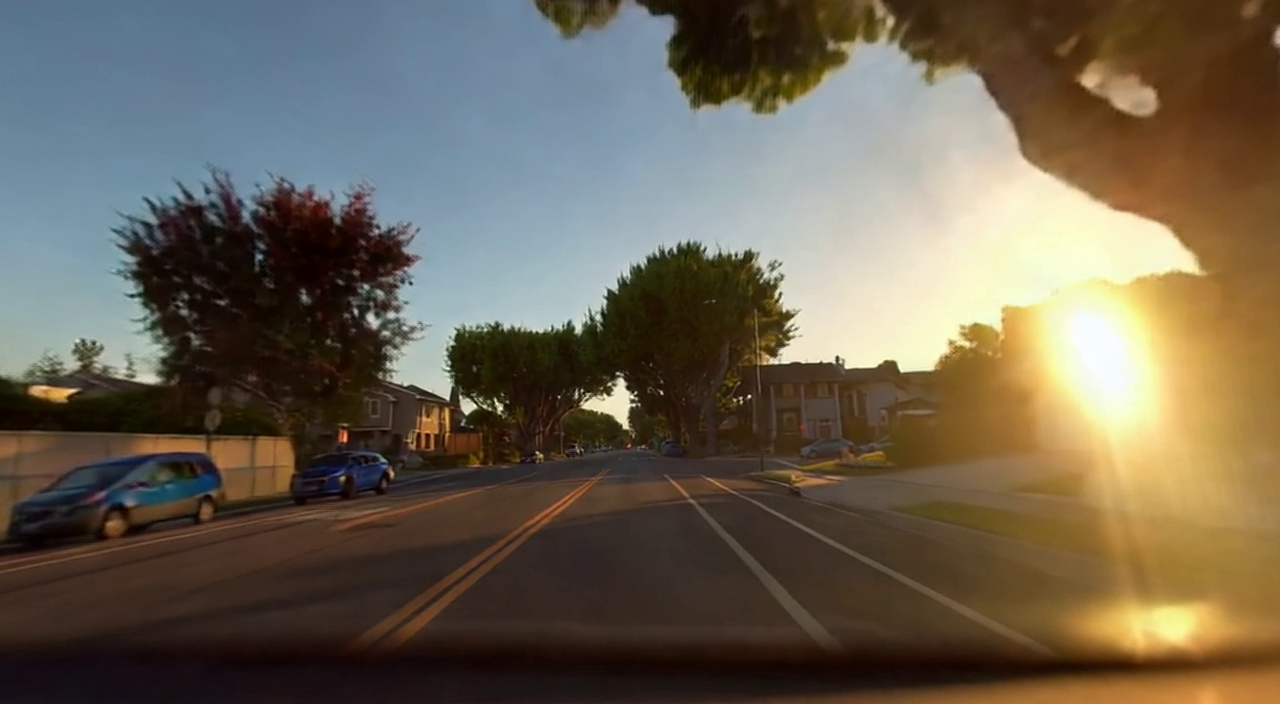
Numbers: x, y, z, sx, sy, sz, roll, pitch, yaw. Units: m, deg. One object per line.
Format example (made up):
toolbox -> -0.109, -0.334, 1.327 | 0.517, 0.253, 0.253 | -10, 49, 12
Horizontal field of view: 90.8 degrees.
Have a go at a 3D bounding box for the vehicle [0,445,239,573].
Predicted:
vehicle -> -11.079, 2.945, 12.782 | 2.341, 1.835, 5.570 | -3, -7, 0

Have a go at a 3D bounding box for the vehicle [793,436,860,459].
vehicle -> 14.369, 7.349, 48.849 | 4.635, 1.706, 1.954 | 0, -8, 3

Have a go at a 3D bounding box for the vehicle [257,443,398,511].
vehicle -> -11.119, 4.405, 23.081 | 2.241, 1.944, 5.709 | -4, -8, 0
